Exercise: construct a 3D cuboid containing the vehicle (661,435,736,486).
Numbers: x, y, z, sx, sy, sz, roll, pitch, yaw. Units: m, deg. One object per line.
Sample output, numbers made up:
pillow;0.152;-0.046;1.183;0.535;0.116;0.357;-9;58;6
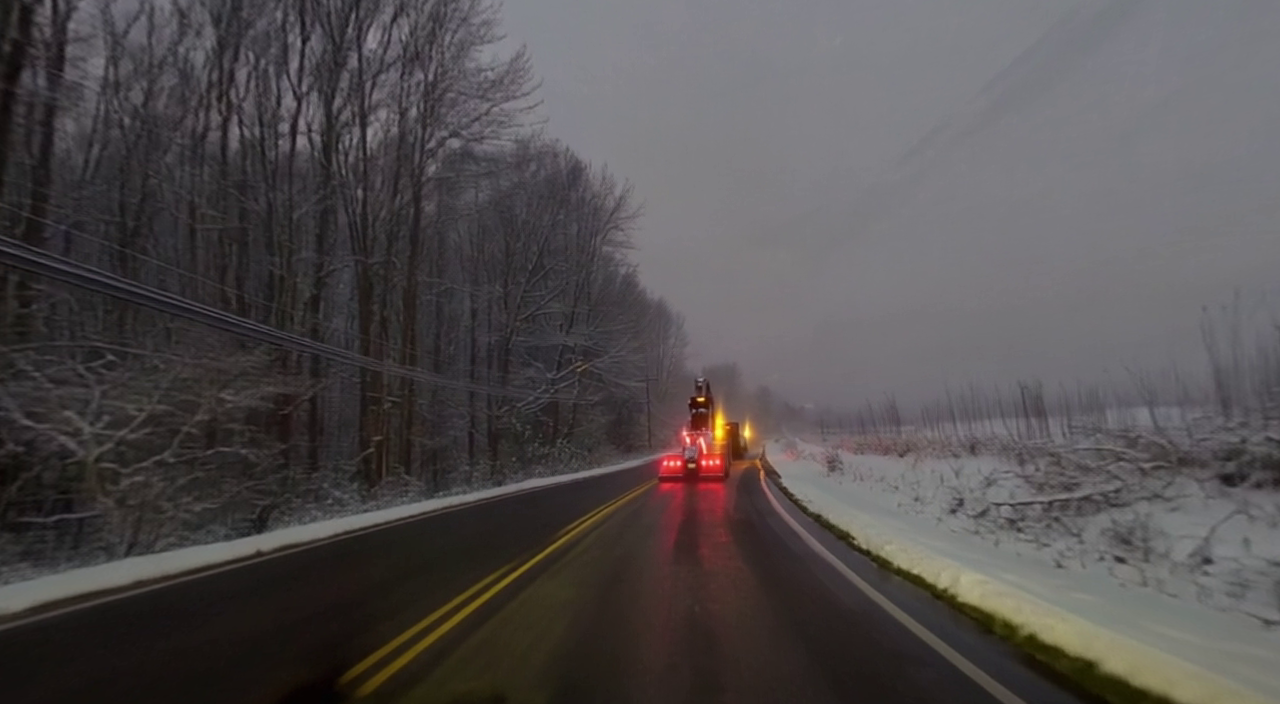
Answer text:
vehicle;1.994;3.524;20.828;2.196;1.465;4.294;-1;-8;7
